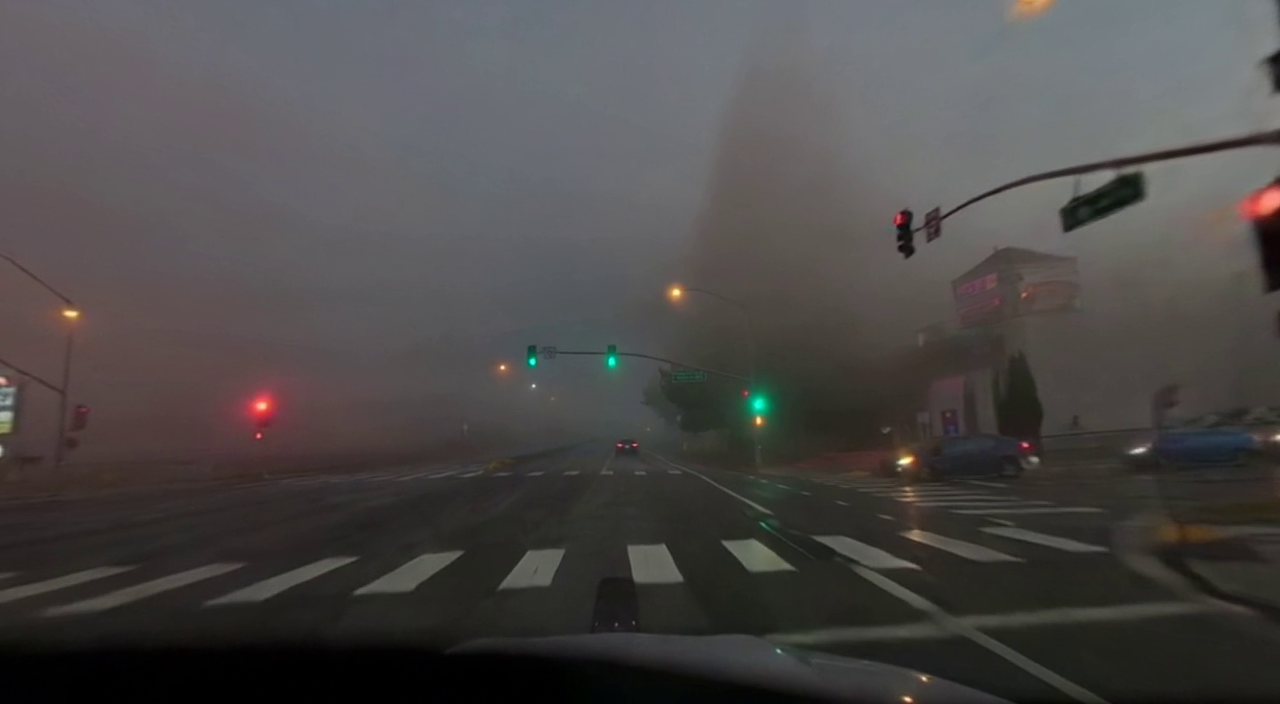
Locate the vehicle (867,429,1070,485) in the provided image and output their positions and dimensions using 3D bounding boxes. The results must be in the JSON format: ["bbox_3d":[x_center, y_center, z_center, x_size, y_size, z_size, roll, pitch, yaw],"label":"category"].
[{"bbox_3d":[9.425,3.041,18.402,4.794,1.511,1.992,0,-9,-3],"label":"vehicle"}]

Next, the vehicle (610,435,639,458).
[{"bbox_3d":[-1.119,6.992,46.723,2.024,1.628,4.774,0,-9,-1],"label":"vehicle"}]

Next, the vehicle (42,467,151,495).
[{"bbox_3d":[-33.660,8.023,39.248,4.708,1.575,2.020,0,-11,-5],"label":"vehicle"}]

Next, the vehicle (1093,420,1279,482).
[{"bbox_3d":[16.389,2.869,18.446,4.710,1.588,2.053,-1,-9,-3],"label":"vehicle"}]
